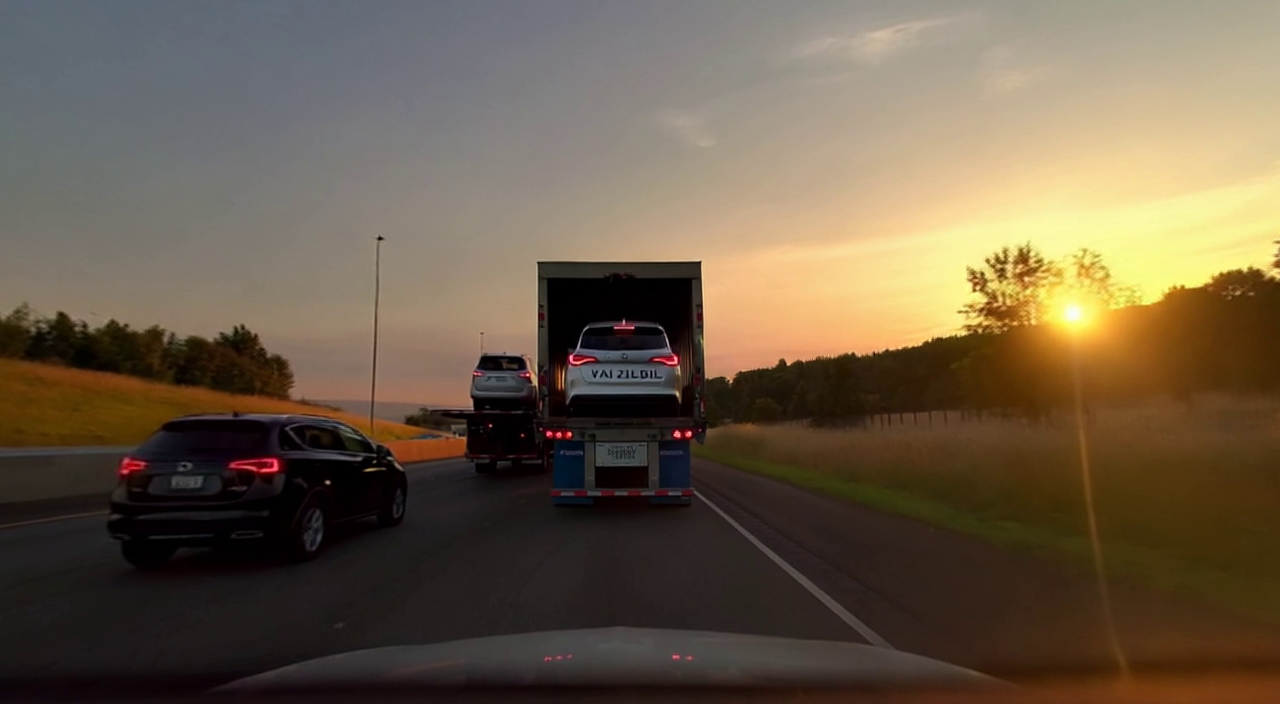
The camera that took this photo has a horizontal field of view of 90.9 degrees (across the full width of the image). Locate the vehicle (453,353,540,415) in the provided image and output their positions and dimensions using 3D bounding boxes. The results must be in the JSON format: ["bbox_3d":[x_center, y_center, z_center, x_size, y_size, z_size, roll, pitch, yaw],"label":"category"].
[{"bbox_3d":[-4.787,1.215,21.793,2.118,1.799,4.591,0,-7,-3],"label":"vehicle"}]

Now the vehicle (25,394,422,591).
[{"bbox_3d":[-4.335,1.484,7.636,1.914,1.675,4.331,0,-7,-2],"label":"vehicle"}]

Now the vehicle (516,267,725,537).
[{"bbox_3d":[-0.387,1.221,13.067,2.738,3.628,9.223,0,-7,-2],"label":"vehicle"}]
